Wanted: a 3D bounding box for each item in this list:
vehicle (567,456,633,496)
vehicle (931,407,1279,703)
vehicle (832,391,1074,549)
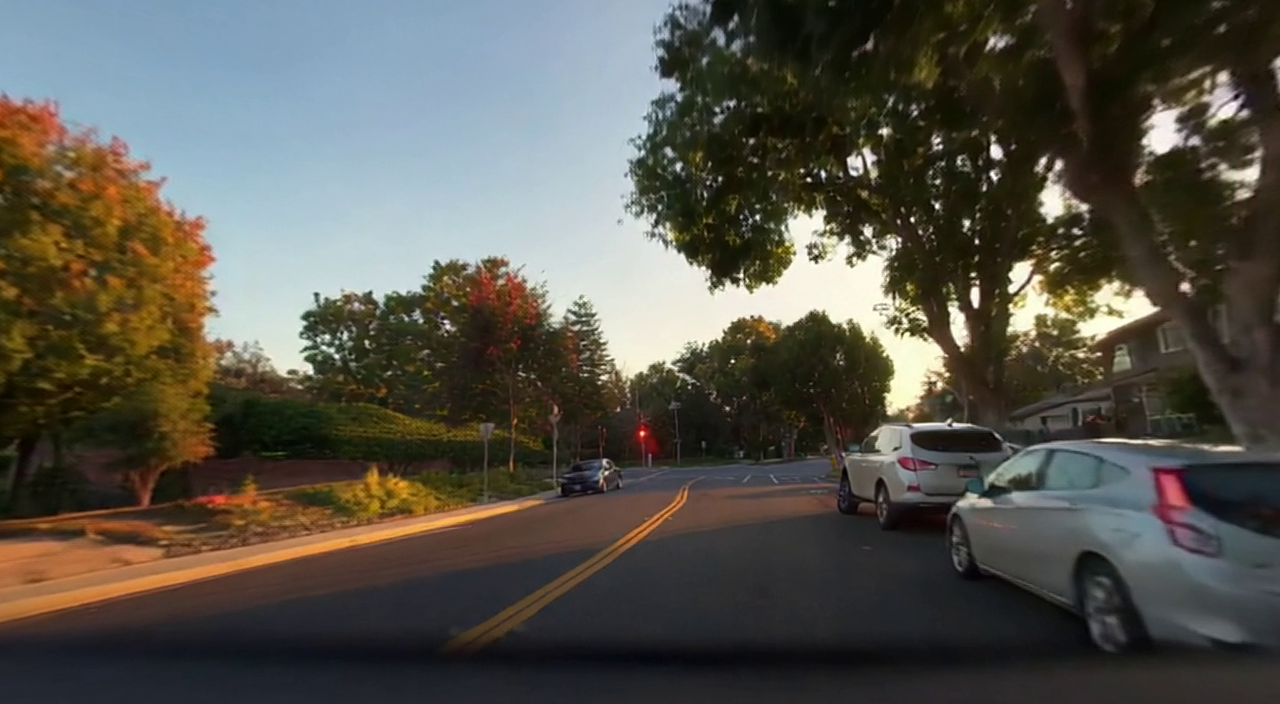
[{"bbox_3d":[-1.708,5.555,28.450,2.033,1.456,4.370,-4,-9,9],"label":"vehicle"},{"bbox_3d":[4.270,1.406,5.221,2.242,1.661,4.273,-1,-8,10],"label":"vehicle"},{"bbox_3d":[5.488,2.231,12.195,2.624,2.227,5.508,1,-10,9],"label":"vehicle"}]
